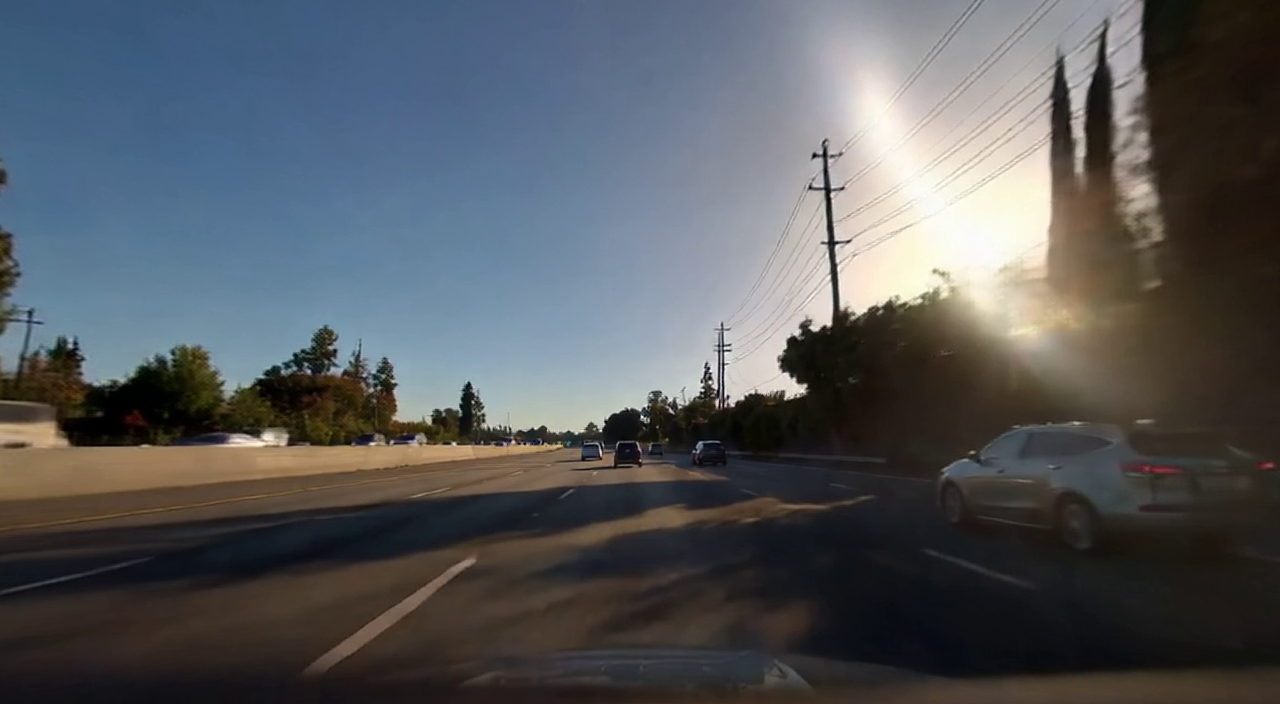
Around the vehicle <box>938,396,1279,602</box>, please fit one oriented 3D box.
[{"bbox_3d":[5.999,1.604,7.794,2.102,1.723,4.745,1,-9,-3],"label":"vehicle"}]

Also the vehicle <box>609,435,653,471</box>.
[{"bbox_3d":[-0.543,5.331,33.417,2.192,1.769,4.287,0,-9,-2],"label":"vehicle"}]

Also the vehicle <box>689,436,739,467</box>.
[{"bbox_3d":[4.355,5.966,37.987,2.099,1.720,4.829,1,-9,-4],"label":"vehicle"}]

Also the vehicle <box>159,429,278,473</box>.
[{"bbox_3d":[-16.390,3.886,24.812,1.838,1.551,4.182,0,-9,-2],"label":"vehicle"}]

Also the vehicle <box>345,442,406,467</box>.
[{"bbox_3d":[-16.653,6.463,39.951,1.902,1.437,4.601,0,-8,0],"label":"vehicle"}]
